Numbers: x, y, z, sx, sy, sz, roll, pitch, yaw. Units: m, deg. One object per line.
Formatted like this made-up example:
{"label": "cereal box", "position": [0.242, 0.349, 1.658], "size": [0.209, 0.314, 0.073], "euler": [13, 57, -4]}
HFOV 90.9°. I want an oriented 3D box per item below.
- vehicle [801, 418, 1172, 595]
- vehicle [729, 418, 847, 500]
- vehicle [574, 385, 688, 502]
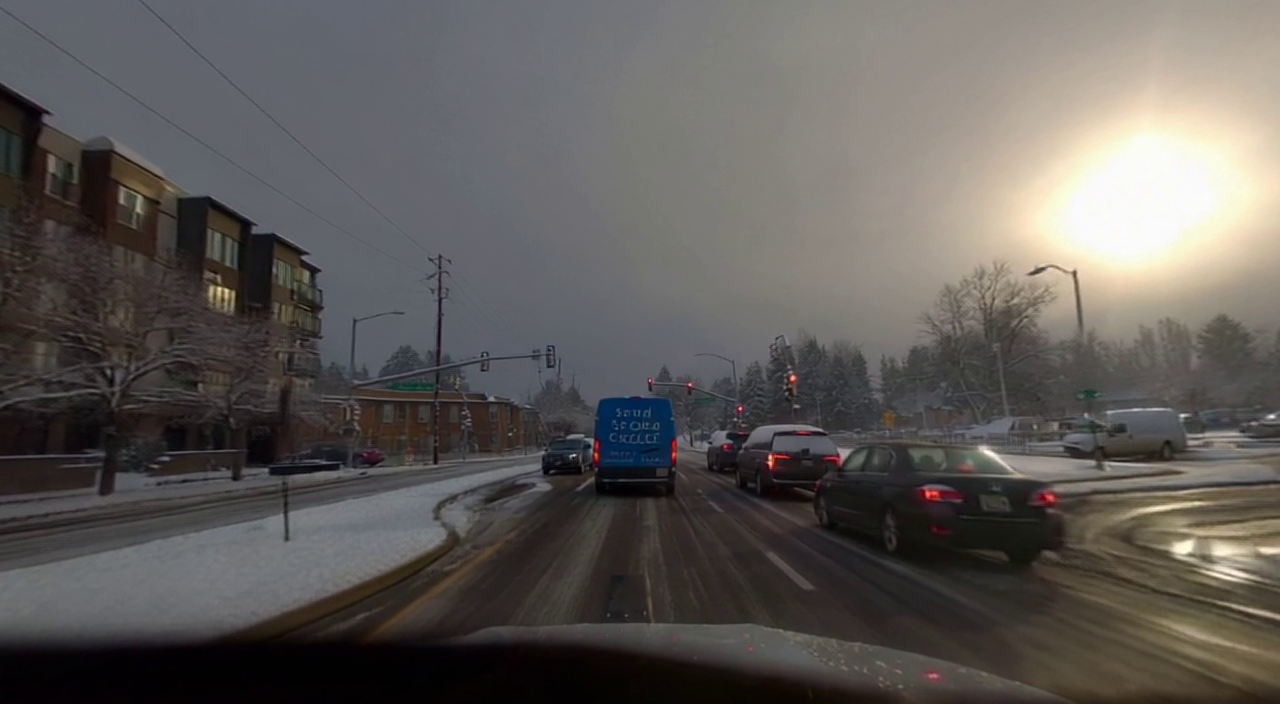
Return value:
{"label": "vehicle", "position": [3.520, 1.644, 7.681], "size": [1.951, 1.483, 4.582], "euler": [0, -8, 1]}
{"label": "vehicle", "position": [3.531, 2.654, 15.948], "size": [1.965, 1.771, 4.295], "euler": [0, -8, 0]}
{"label": "vehicle", "position": [-0.078, 2.314, 16.013], "size": [2.422, 2.488, 4.992], "euler": [-1, -8, 3]}
